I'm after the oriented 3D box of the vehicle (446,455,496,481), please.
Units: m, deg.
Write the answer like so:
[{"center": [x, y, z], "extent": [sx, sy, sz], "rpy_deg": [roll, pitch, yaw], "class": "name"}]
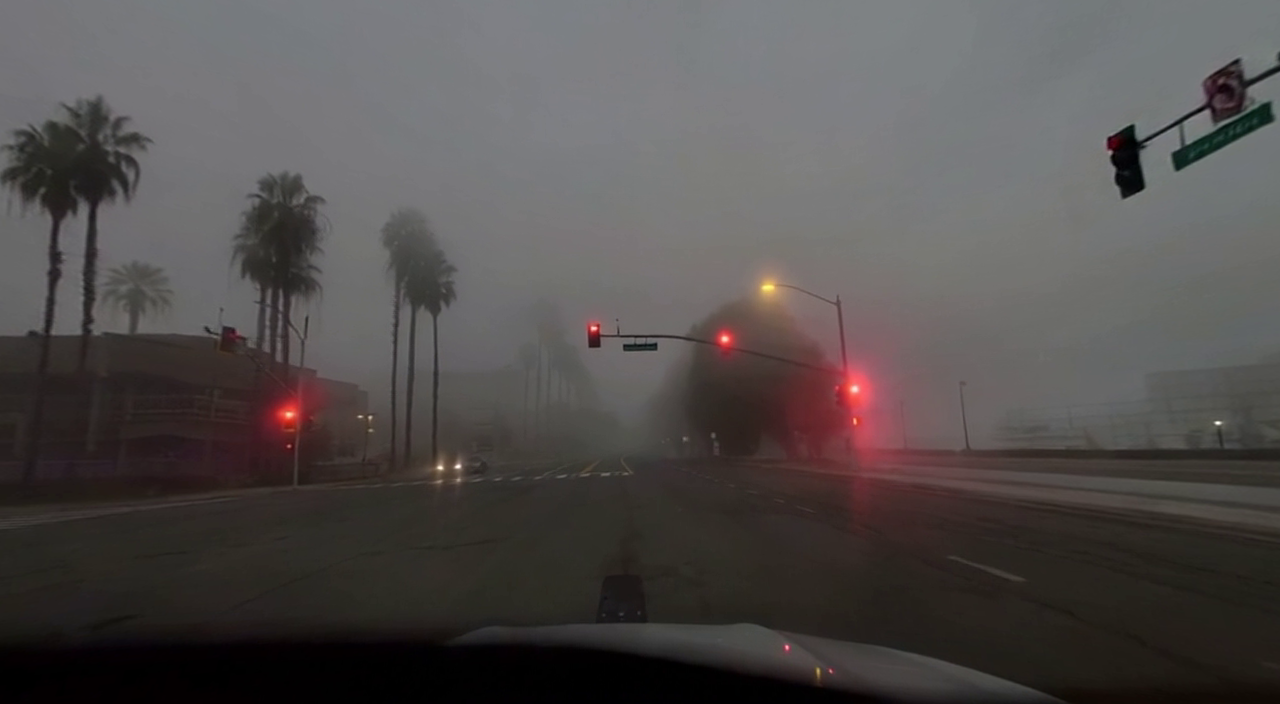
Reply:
[{"center": [-10.756, 7.405, 40.532], "extent": [2.149, 1.477, 4.186], "rpy_deg": [0, -9, -2], "class": "vehicle"}]
